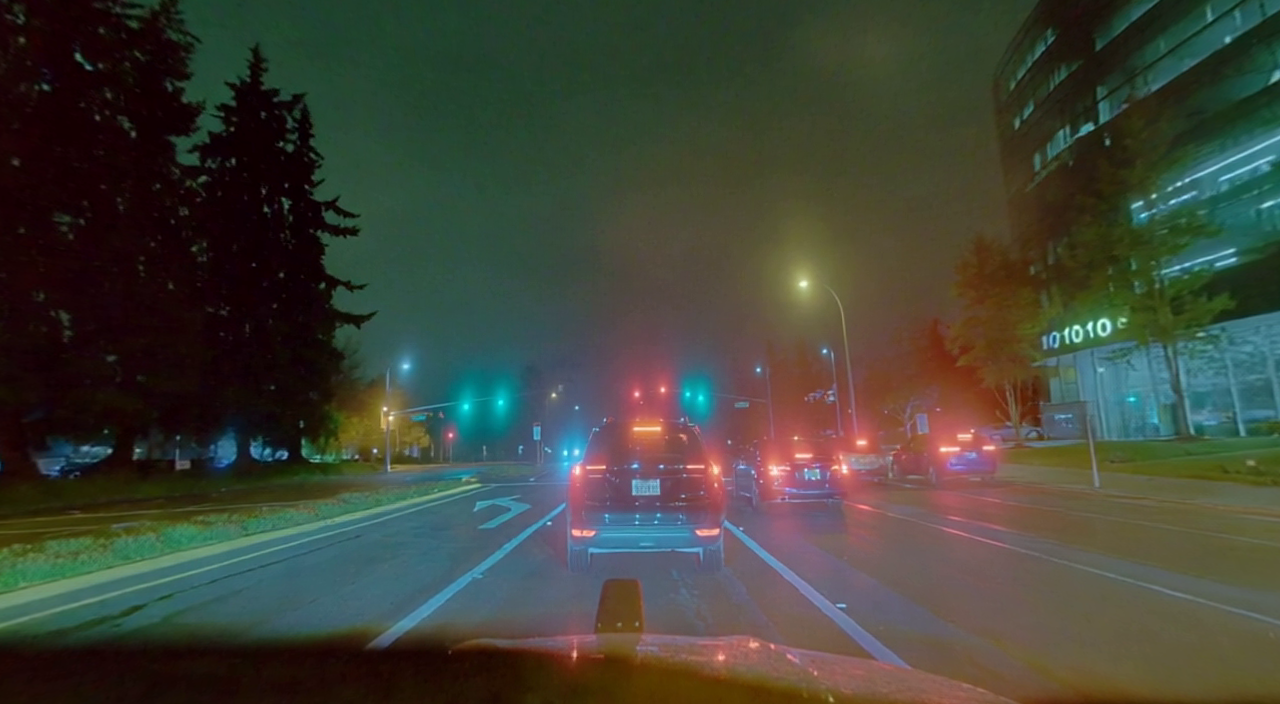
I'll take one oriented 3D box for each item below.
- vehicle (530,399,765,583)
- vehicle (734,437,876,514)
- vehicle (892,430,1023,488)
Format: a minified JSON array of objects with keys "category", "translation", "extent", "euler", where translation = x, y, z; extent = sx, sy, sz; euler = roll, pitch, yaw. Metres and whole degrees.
[{"category":"vehicle","translation":[0.068,1.659,8.265],"extent":[2.266,1.762,4.131],"euler":[0,-9,0]},{"category":"vehicle","translation":[3.508,2.719,14.401],"extent":[1.997,1.471,4.321],"euler":[0,-9,-1]},{"category":"vehicle","translation":[10.879,3.697,22.120],"extent":[2.123,1.812,4.553],"euler":[0,-9,-1]}]
